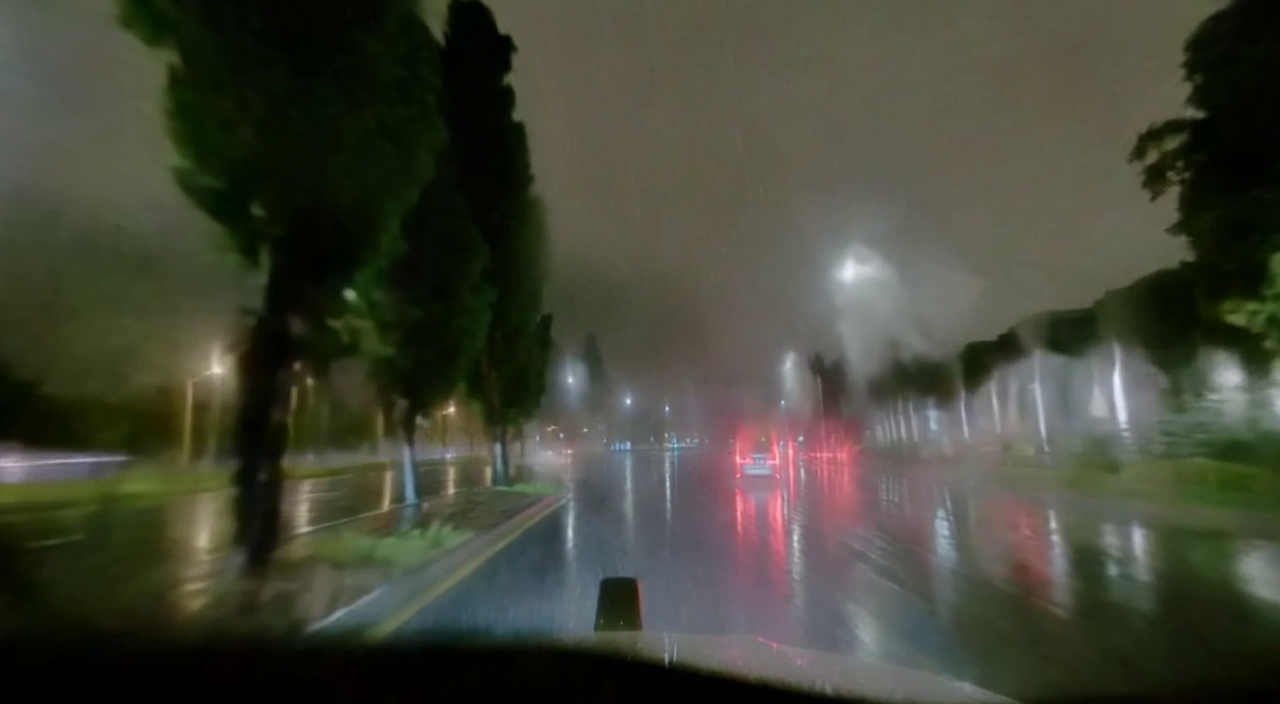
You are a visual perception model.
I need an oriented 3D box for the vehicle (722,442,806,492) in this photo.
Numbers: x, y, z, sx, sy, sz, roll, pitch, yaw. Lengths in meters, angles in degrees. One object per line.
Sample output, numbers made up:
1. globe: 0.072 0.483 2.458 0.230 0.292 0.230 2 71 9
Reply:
1. vehicle: 4.004 3.799 21.196 1.928 1.481 4.453 0 -9 0
